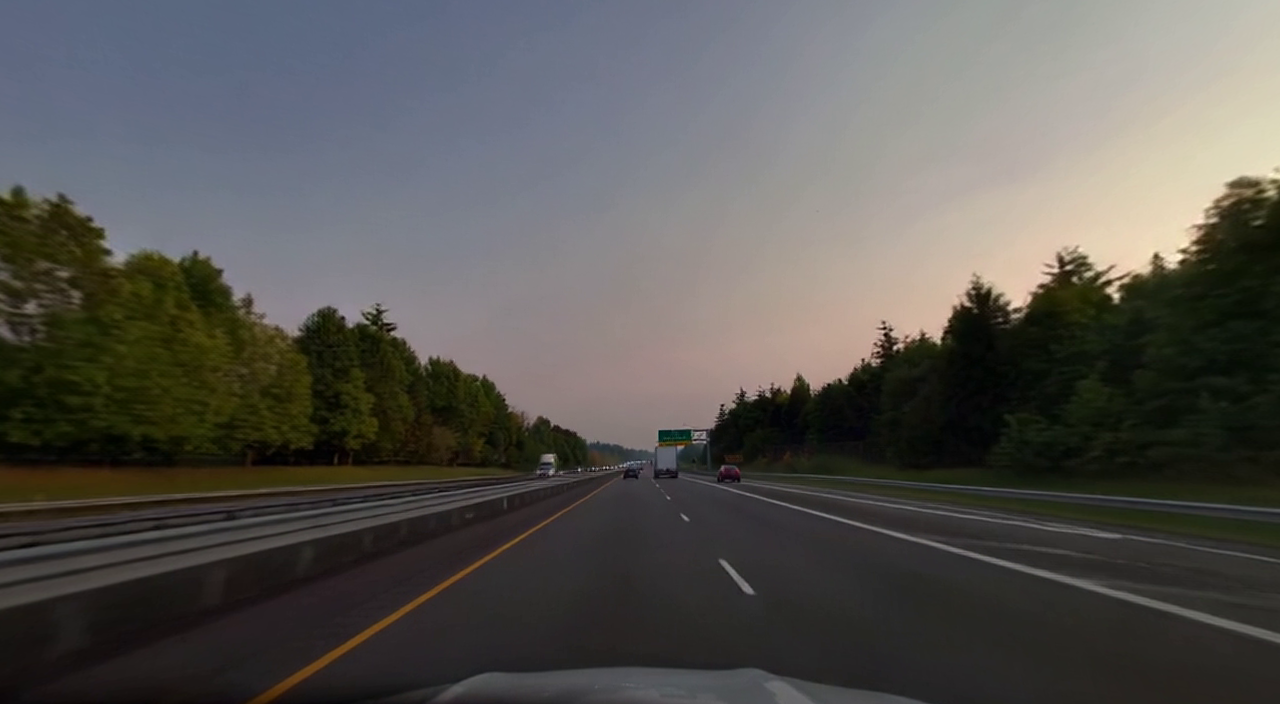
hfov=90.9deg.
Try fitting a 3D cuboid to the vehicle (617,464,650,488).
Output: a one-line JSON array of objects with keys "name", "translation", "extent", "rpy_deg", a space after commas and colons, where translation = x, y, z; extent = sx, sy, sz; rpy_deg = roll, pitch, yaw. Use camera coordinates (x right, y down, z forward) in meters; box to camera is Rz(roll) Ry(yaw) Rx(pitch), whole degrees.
[{"name": "vehicle", "translation": [-0.438, 8.004, 40.885], "extent": [2.025, 1.452, 3.927], "rpy_deg": [1, -10, -1]}]
